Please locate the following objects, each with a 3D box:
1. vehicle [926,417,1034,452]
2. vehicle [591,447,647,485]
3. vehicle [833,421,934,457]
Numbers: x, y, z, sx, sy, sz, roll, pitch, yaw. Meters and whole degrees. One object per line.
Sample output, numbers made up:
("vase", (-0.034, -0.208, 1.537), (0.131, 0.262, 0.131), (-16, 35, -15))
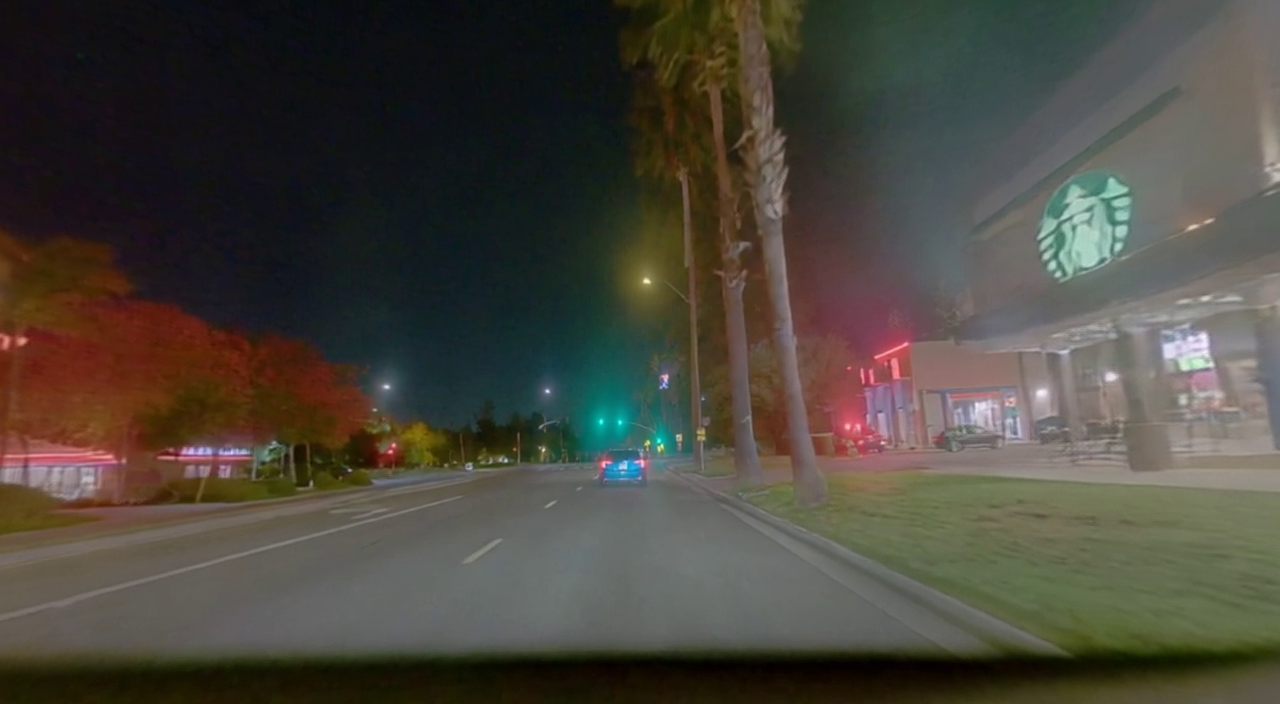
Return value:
("vehicle", (17.707, 4.375, 33.153), (1.856, 1.665, 4.574), (5, -10, -32))
("vehicle", (-0.861, 4.762, 26.795), (2.156, 1.462, 4.495), (0, -9, -1))
("vehicle", (12.475, 4.570, 32.693), (1.873, 1.657, 4.557), (5, -11, -31))
